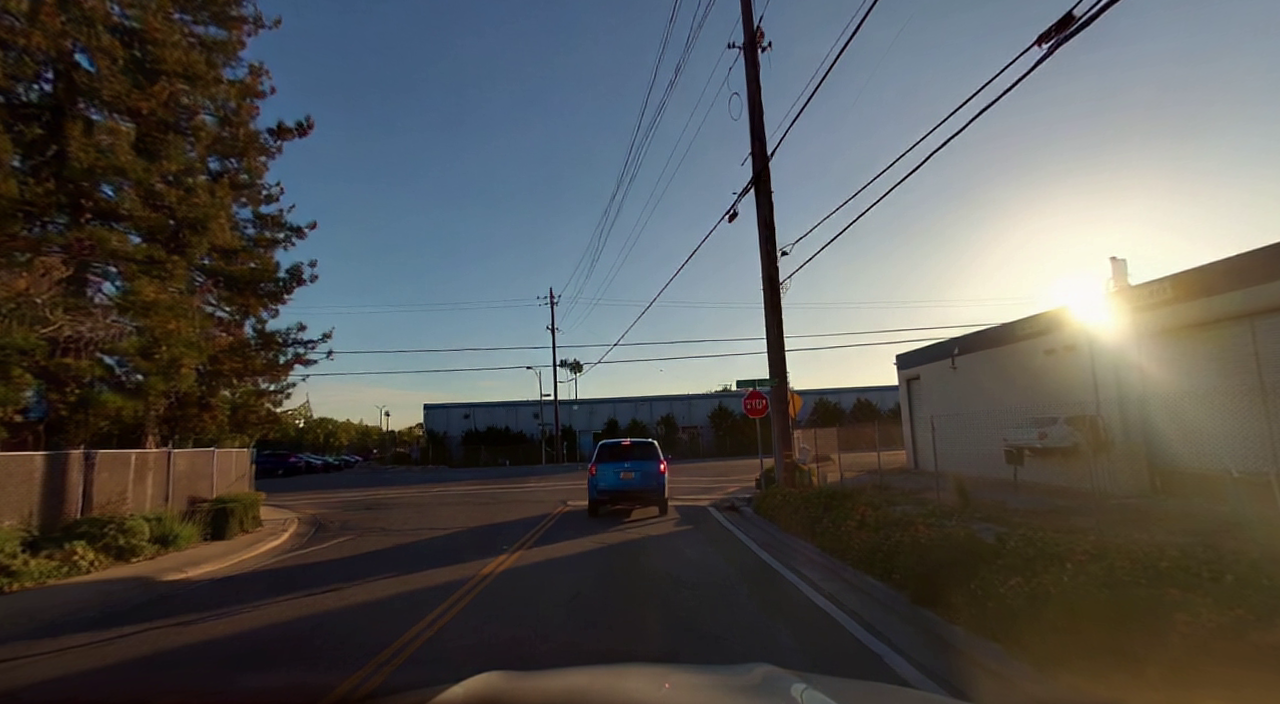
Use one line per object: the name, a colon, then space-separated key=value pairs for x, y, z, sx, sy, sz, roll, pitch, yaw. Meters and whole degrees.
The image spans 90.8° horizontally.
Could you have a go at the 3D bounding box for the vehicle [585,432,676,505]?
vehicle: x=-0.301 y=3.054 z=16.992 sx=2.137 sy=1.698 sz=4.166 roll=0 pitch=-8 yaw=-2

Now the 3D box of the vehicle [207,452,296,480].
vehicle: x=-25.270 y=7.411 z=41.187 sx=4.415 sy=1.753 sz=2.029 roll=-1 pitch=-8 yaw=4
